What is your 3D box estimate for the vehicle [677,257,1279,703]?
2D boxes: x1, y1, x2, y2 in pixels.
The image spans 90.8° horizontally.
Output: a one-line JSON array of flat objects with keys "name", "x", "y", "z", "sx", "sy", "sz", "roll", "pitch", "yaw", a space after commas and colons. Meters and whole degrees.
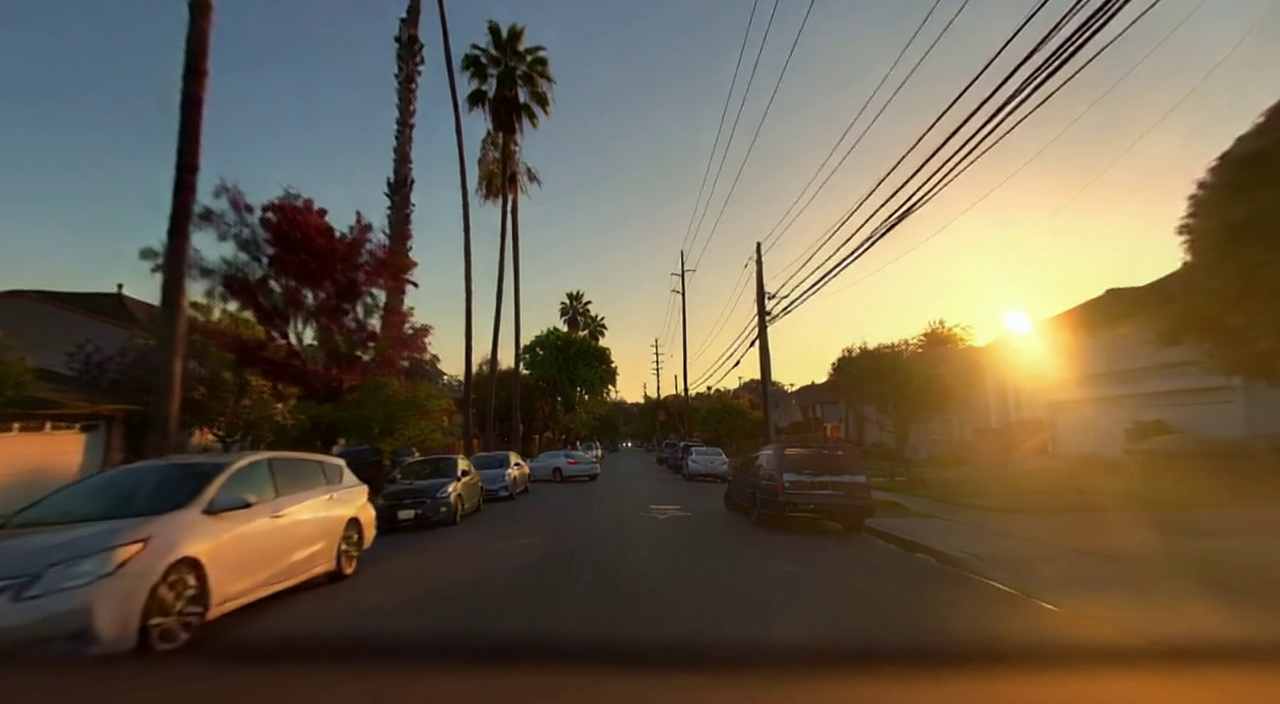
[{"name": "vehicle", "x": 1.846, "y": 1.225, "z": 3.273, "sx": 2.966, "sy": 2.216, "sz": 4.279, "roll": 0, "pitch": -9, "yaw": -1}]

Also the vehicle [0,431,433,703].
[{"name": "vehicle", "x": -3.984, "y": 1.586, "z": 5.865, "sx": 2.130, "sy": 1.543, "sz": 5.386, "roll": 0, "pitch": -9, "yaw": 2}]
